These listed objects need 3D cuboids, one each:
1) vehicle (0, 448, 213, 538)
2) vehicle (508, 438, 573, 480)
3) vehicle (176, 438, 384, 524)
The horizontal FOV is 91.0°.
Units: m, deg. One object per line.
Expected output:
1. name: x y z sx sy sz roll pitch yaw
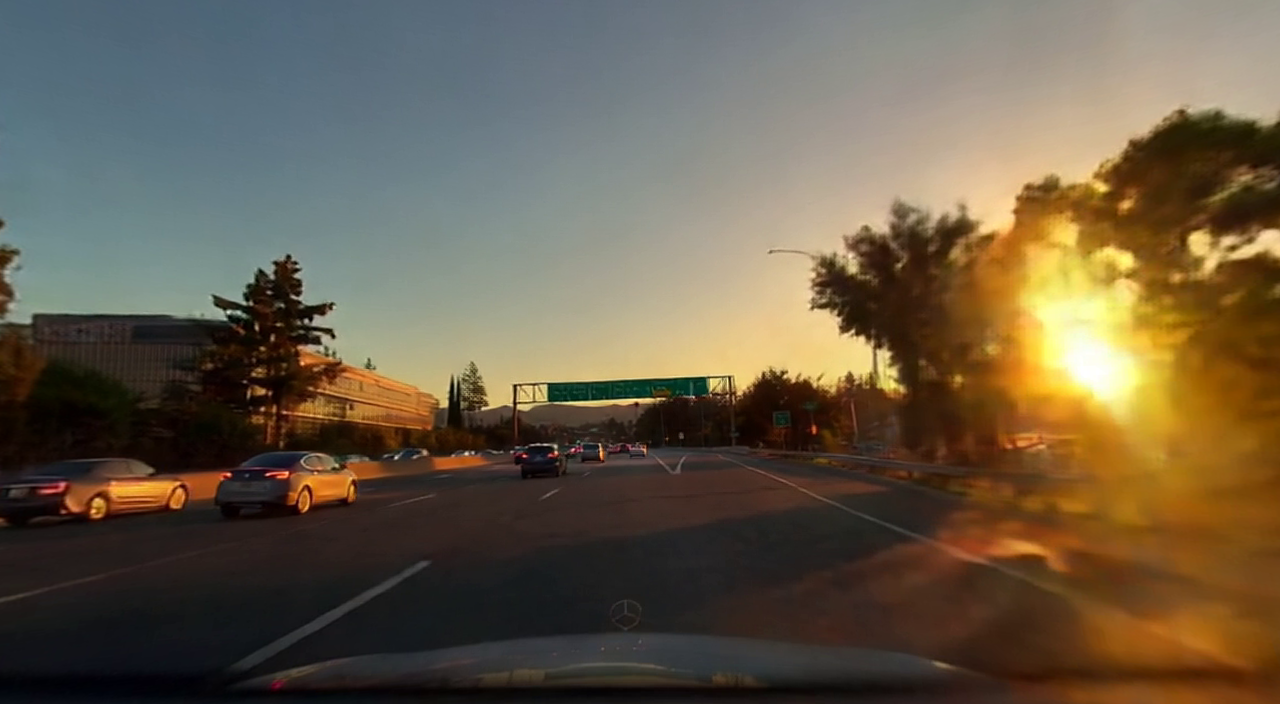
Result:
1. vehicle: -11.848 2.873 13.571 2.003 1.595 4.532 0 -9 1
2. vehicle: -4.360 4.787 28.358 2.158 1.717 4.375 0 -9 1
3. vehicle: -7.979 2.873 14.627 2.071 1.661 4.540 0 -9 1
